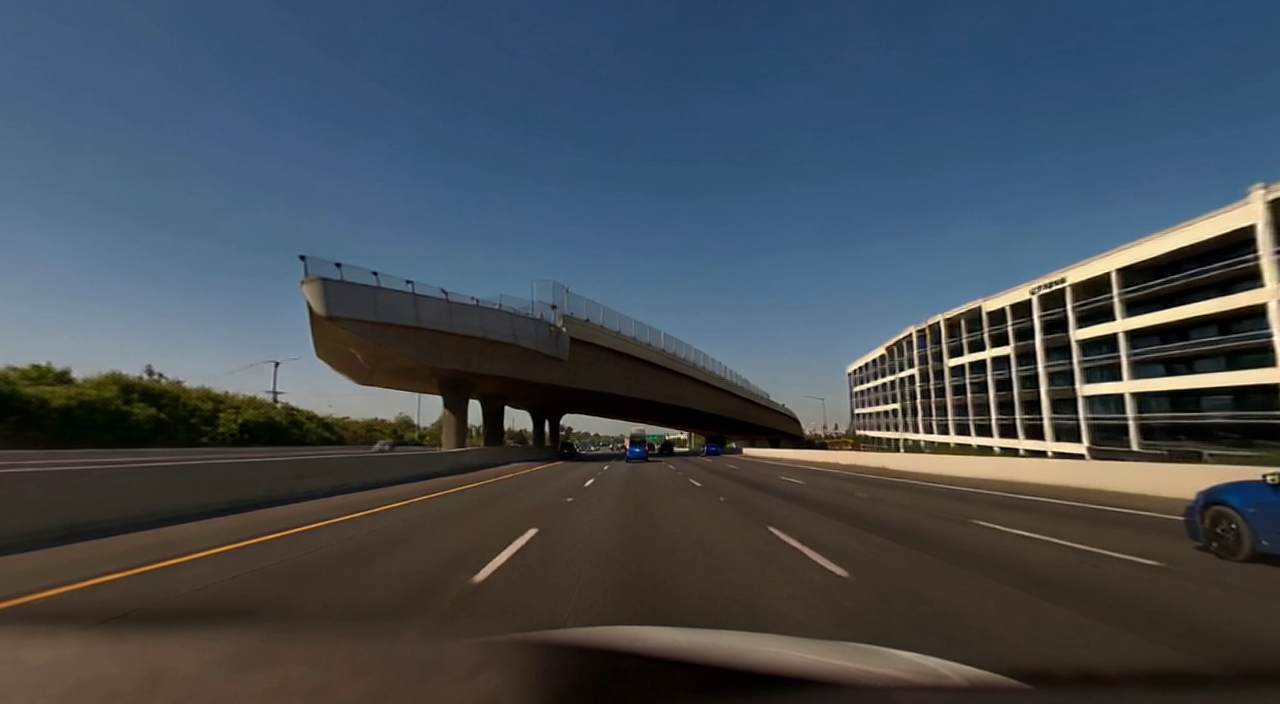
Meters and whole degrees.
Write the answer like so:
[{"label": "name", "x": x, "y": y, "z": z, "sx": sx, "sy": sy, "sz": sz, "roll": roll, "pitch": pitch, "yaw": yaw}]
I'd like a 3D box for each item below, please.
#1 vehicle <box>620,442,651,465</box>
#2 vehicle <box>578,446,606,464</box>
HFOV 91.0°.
[{"label": "vehicle", "x": -0.285, "y": 6.907, "z": 43.001, "sx": 2.036, "sy": 1.542, "sz": 3.891, "roll": 0, "pitch": -8, "yaw": 0}, {"label": "vehicle", "x": -3.710, "y": 8.048, "z": 49.380, "sx": 1.825, "sy": 1.347, "sz": 3.773, "roll": 0, "pitch": -8, "yaw": 1}]
